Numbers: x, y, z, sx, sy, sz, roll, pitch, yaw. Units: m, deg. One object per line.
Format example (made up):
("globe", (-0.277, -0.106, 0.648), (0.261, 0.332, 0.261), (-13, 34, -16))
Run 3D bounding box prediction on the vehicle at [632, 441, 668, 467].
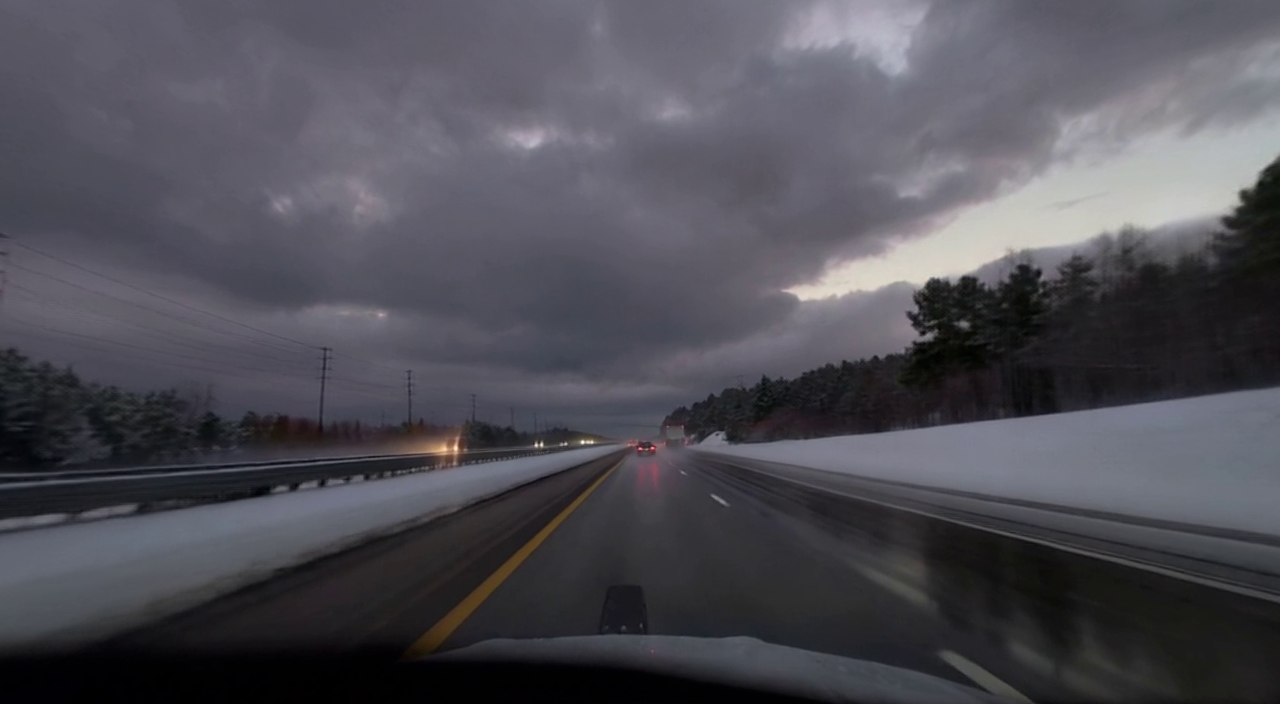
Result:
("vehicle", (0.645, 6.584, 40.961), (2.192, 1.556, 4.132), (-1, -8, 1))
